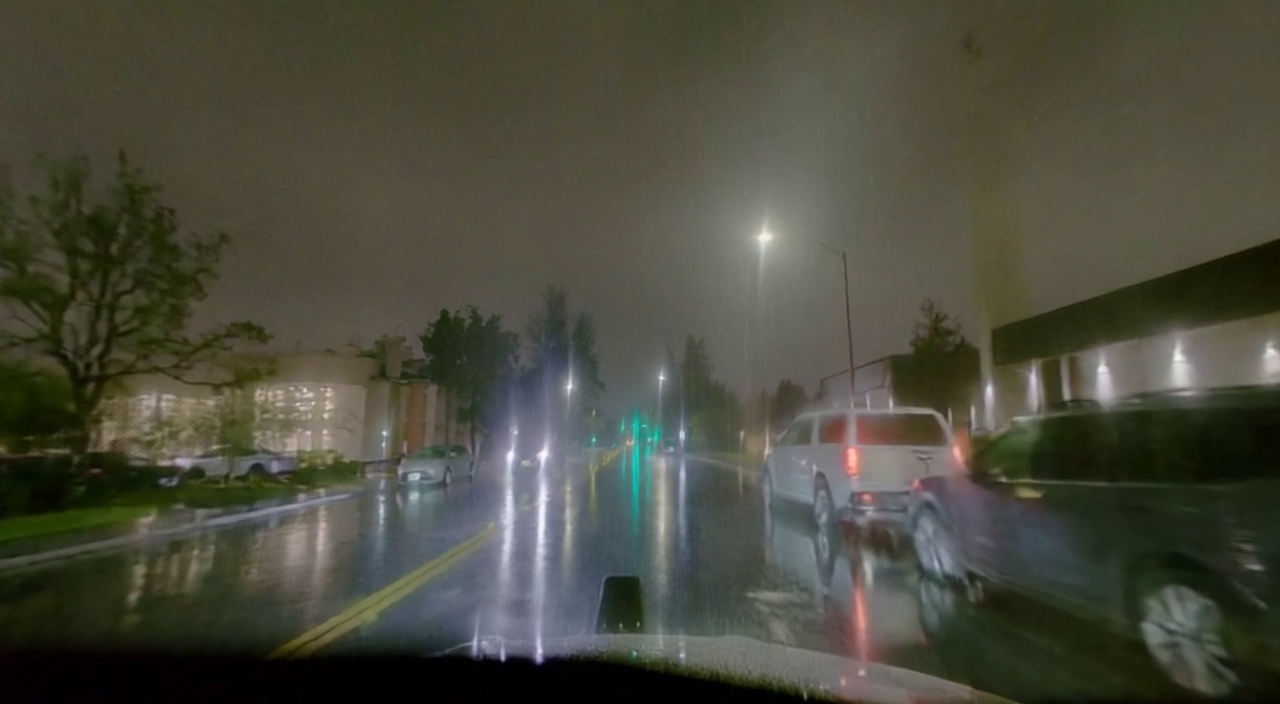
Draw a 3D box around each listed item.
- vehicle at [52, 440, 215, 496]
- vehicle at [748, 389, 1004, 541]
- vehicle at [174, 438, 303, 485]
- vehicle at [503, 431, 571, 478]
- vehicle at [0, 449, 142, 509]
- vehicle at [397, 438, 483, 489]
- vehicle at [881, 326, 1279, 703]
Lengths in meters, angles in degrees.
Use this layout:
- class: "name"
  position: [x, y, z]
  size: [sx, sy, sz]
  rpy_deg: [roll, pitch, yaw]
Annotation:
- class: "vehicle"
  position: [-15.926, 3.597, 19.869]
  size: [4.394, 1.577, 2.006]
  rpy_deg: [-4, -9, 22]
- class: "vehicle"
  position: [3.614, 1.883, 11.093]
  size: [2.393, 2.012, 5.060]
  rpy_deg: [0, -8, -2]
- class: "vehicle"
  position: [-15.898, 4.302, 25.031]
  size: [4.696, 1.681, 1.905]
  rpy_deg: [-4, -9, 24]
- class: "vehicle"
  position: [-4.150, 4.223, 26.238]
  size: [2.088, 1.772, 4.375]
  rpy_deg: [0, -8, 0]
- class: "vehicle"
  position: [-15.902, 3.314, 16.900]
  size: [4.400, 1.399, 2.047]
  rpy_deg: [-4, -9, 22]
- class: "vehicle"
  position: [-7.449, 4.164, 23.942]
  size: [1.928, 1.537, 4.439]
  rpy_deg: [-5, -8, -3]
- class: "vehicle"
  position: [3.837, 1.000, 4.300]
  size: [2.094, 1.789, 5.286]
  rpy_deg: [0, -8, -3]
